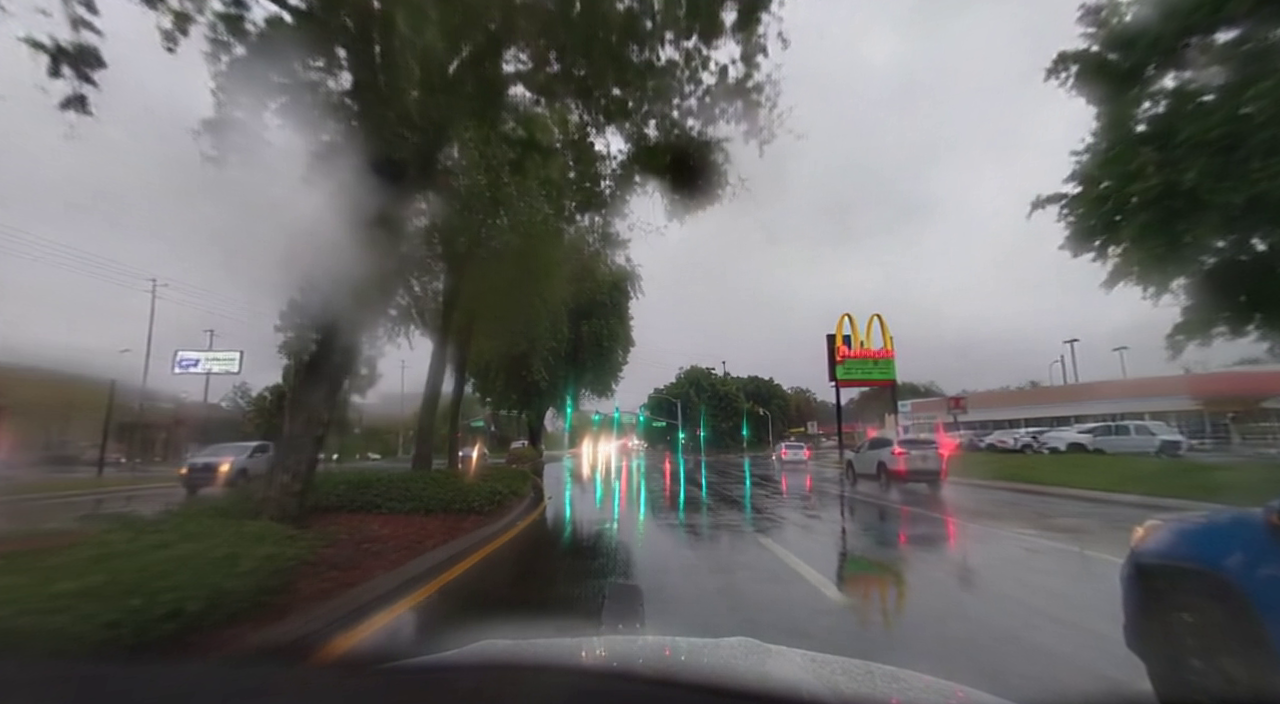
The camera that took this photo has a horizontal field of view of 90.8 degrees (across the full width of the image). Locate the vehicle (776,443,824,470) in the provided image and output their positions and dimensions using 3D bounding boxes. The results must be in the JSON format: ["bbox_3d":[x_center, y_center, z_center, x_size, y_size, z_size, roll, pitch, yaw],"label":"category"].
[{"bbox_3d":[9.345,6.106,37.127,1.879,1.517,4.006,0,-8,2],"label":"vehicle"}]

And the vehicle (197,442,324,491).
[{"bbox_3d":[-14.443,4.370,24.405,2.136,1.676,4.371,-1,-9,0],"label":"vehicle"}]

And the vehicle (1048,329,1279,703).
[{"bbox_3d":[3.481,0.636,1.477,2.076,1.716,4.416,0,-8,0],"label":"vehicle"}]

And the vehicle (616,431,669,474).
[{"bbox_3d":[0.063,4.920,31.112,2.402,1.938,4.535,0,-8,-1],"label":"vehicle"}]

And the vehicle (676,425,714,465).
[{"bbox_3d":[3.774,6.528,44.371,2.239,2.586,4.586,0,-8,0],"label":"vehicle"}]

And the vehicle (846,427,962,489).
[{"bbox_3d":[8.378,3.410,20.535,1.977,1.786,4.344,0,-8,2],"label":"vehicle"}]
